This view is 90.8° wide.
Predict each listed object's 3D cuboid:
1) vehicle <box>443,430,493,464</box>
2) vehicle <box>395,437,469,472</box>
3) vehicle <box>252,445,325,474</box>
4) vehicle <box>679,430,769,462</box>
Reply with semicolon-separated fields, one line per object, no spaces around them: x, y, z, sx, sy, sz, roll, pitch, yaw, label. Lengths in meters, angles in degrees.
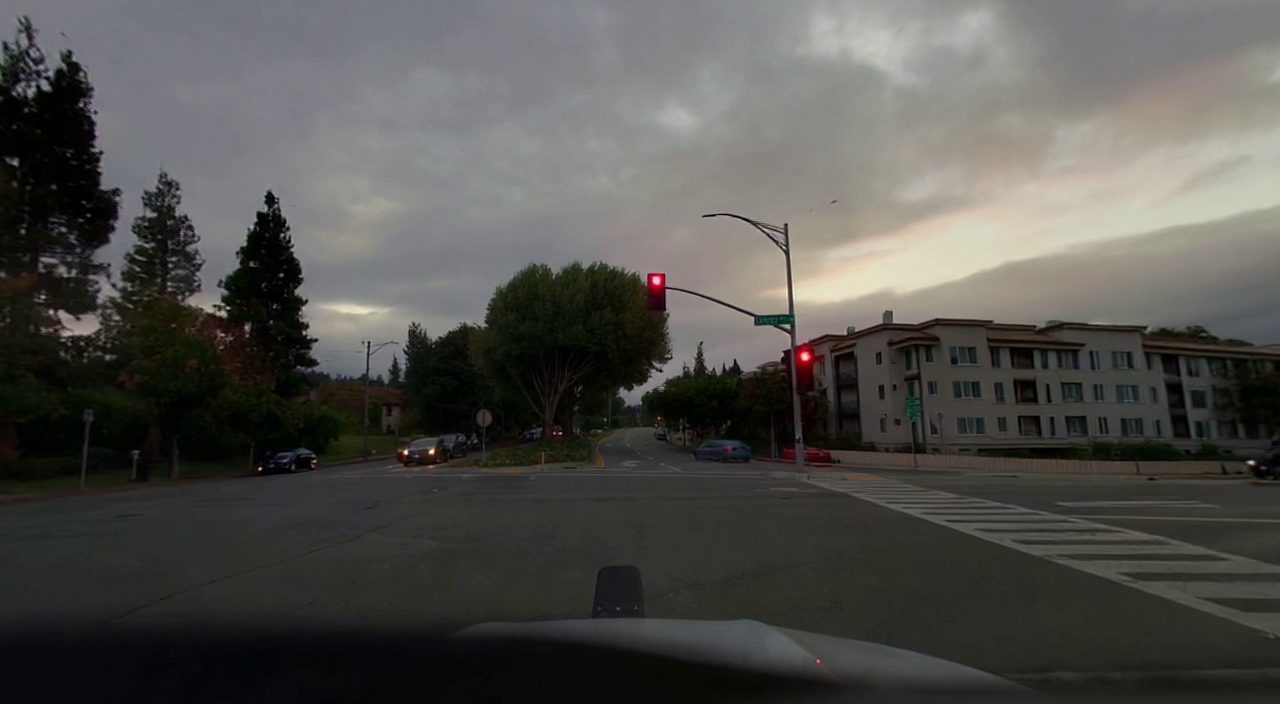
-9.780;5.452;36.189;1.910;1.818;4.057;0;-9;-3;vehicle
-9.678;4.797;29.777;2.116;1.521;4.294;0;-9;-1;vehicle
-21.088;6.441;38.105;1.981;1.628;4.336;0;-9;-1;vehicle
4.343;4.980;33.447;2.073;1.571;4.790;5;-10;-32;vehicle
